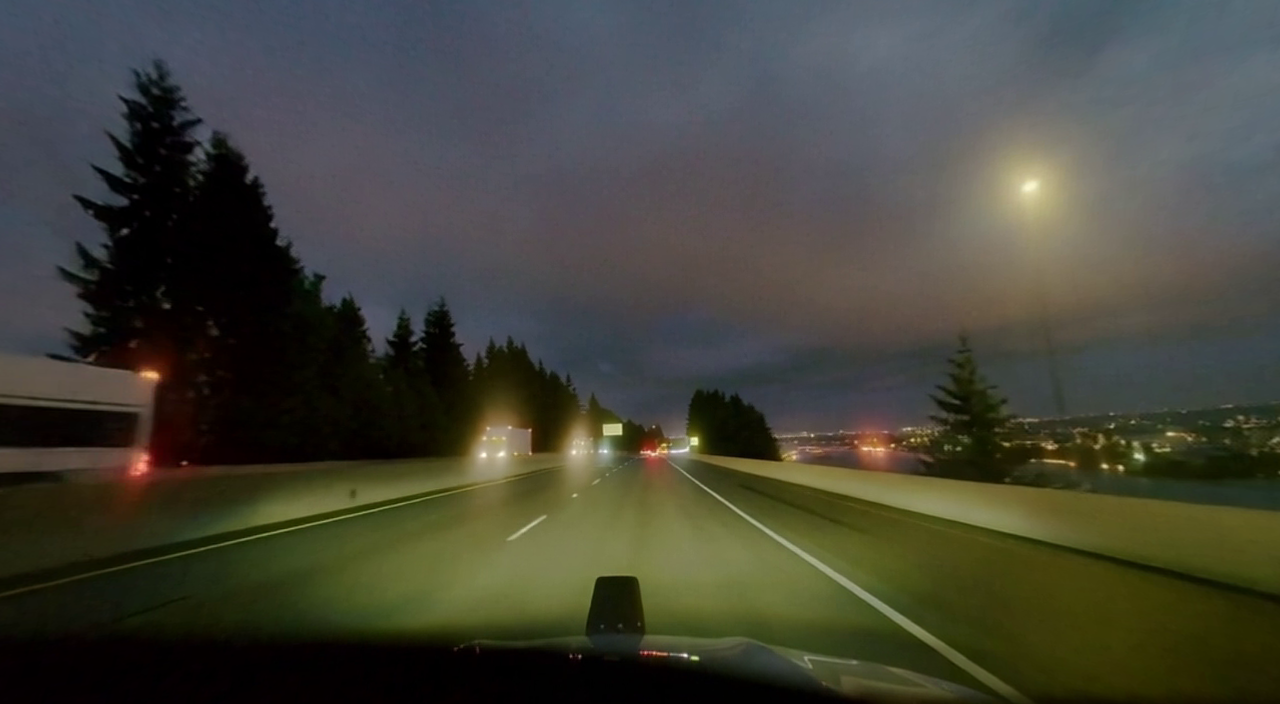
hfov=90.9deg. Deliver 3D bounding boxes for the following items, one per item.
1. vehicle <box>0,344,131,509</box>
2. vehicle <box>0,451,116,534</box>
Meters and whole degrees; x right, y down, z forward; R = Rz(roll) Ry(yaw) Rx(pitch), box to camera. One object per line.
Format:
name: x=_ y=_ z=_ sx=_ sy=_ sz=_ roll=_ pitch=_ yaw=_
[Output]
vehicle: x=-17.145 y=1.269 z=11.774 sx=2.886 sy=3.974 sz=14.639 roll=0 pitch=-9 yaw=1
vehicle: x=-12.543 y=2.586 z=11.624 sx=1.800 sy=1.470 sz=4.577 roll=0 pitch=-9 yaw=0
